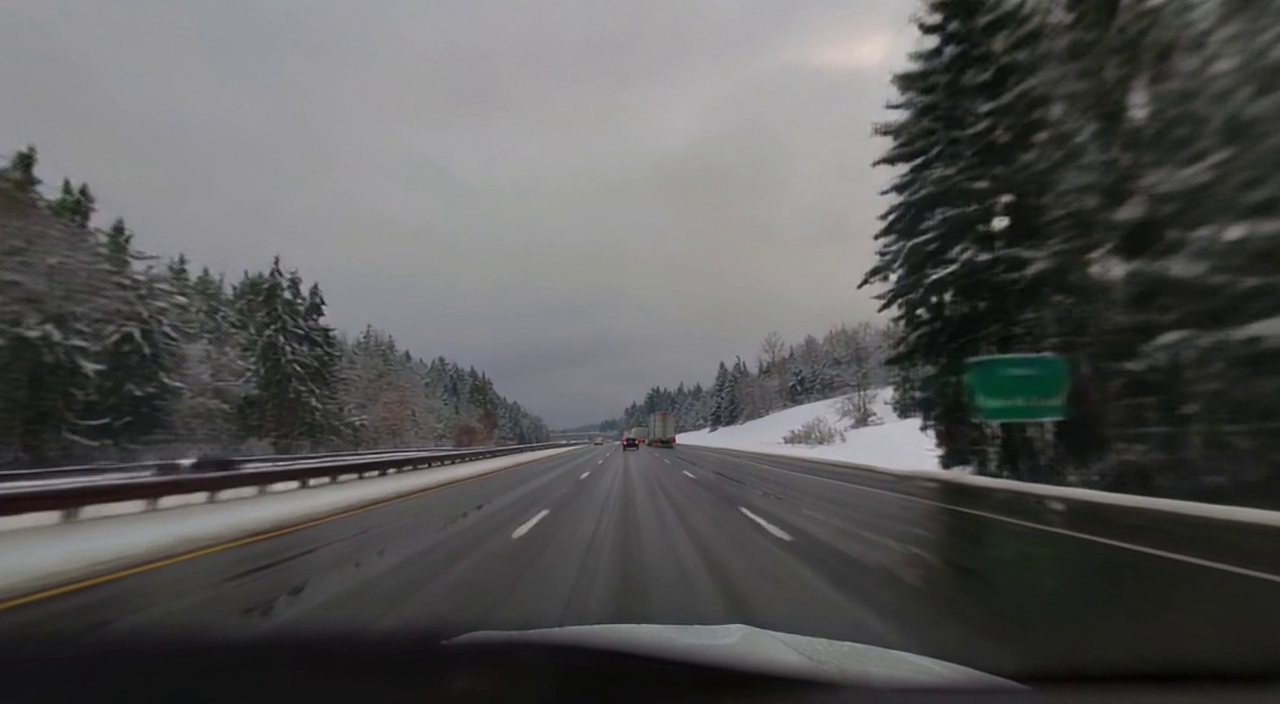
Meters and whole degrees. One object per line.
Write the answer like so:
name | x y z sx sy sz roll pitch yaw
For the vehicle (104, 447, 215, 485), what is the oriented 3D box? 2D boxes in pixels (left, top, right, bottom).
vehicle | -20.503 4.850 27.115 1.777 1.450 3.794 0 -8 -1
